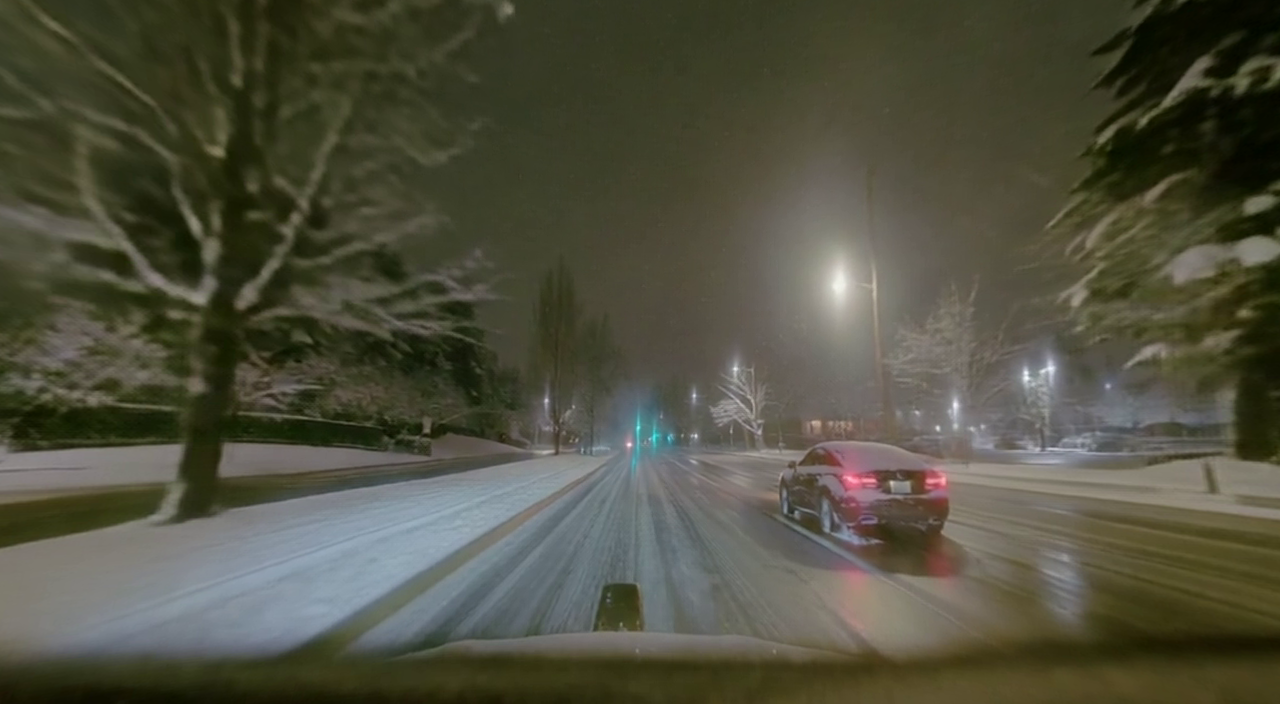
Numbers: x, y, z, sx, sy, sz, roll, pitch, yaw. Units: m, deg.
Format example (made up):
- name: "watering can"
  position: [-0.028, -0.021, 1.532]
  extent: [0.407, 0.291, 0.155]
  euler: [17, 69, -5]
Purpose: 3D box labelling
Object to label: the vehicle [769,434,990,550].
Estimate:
- name: "vehicle"
  position: [3.454, 2.071, 10.065]
  extent: [1.852, 1.453, 4.083]
  euler: [0, -8, -1]
